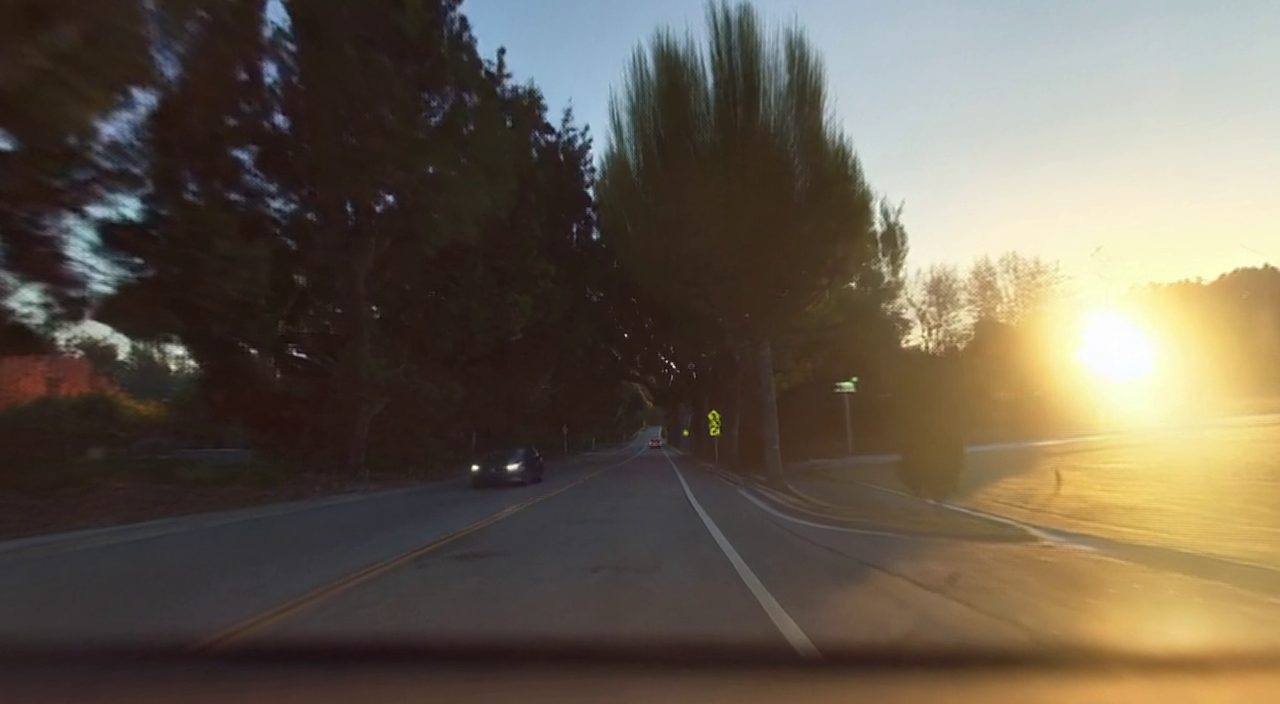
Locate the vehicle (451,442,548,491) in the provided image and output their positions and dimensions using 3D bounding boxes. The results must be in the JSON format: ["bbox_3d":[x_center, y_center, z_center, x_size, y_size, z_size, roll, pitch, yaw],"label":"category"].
[{"bbox_3d":[-4.310,3.553,20.015,1.923,1.366,3.965,-1,-8,4],"label":"vehicle"}]
